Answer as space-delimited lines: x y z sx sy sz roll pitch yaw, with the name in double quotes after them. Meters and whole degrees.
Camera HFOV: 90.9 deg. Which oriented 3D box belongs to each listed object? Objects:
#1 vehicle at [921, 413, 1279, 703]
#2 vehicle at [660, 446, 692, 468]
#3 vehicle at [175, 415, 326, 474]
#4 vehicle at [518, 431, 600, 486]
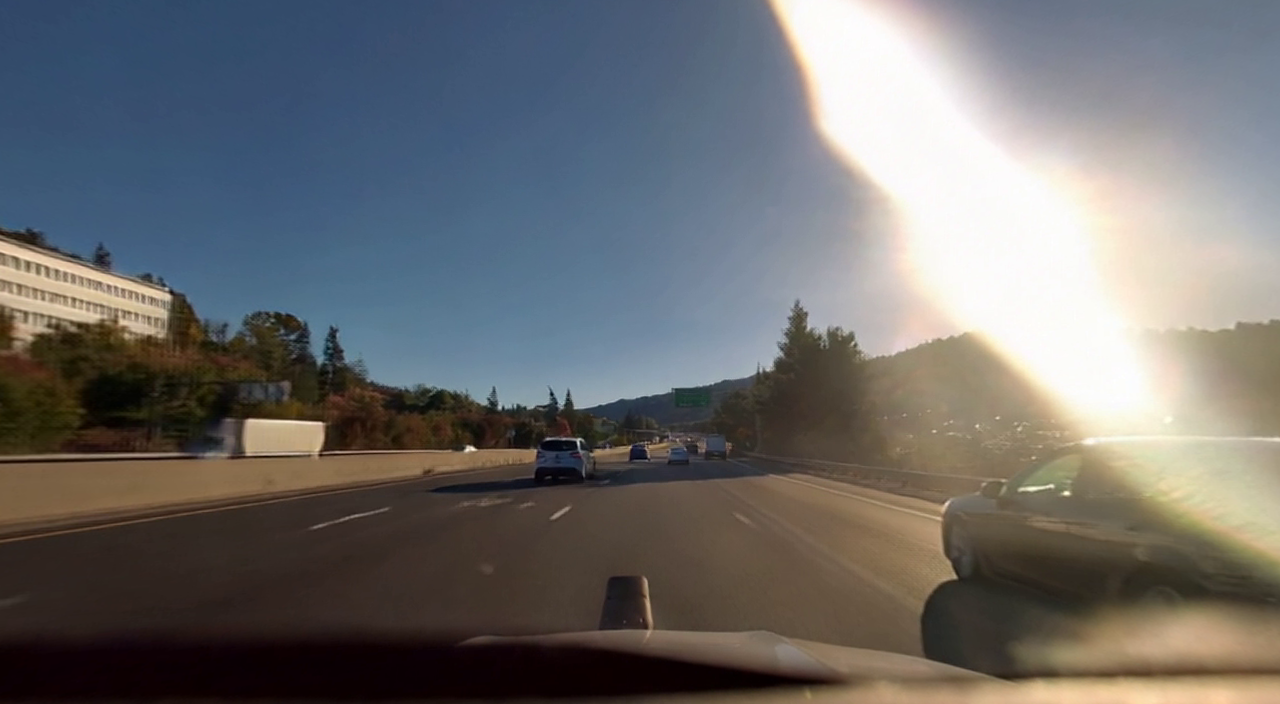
3.998 1.246 4.246 2.131 1.497 4.456 0 -9 0 "vehicle"
2.573 7.320 44.240 2.158 1.458 3.656 -1 -9 5 "vehicle"
-23.622 5.729 39.067 3.071 3.203 8.905 -1 -9 4 "vehicle"
-2.879 3.952 23.737 2.185 1.823 4.854 0 -9 3 "vehicle"
